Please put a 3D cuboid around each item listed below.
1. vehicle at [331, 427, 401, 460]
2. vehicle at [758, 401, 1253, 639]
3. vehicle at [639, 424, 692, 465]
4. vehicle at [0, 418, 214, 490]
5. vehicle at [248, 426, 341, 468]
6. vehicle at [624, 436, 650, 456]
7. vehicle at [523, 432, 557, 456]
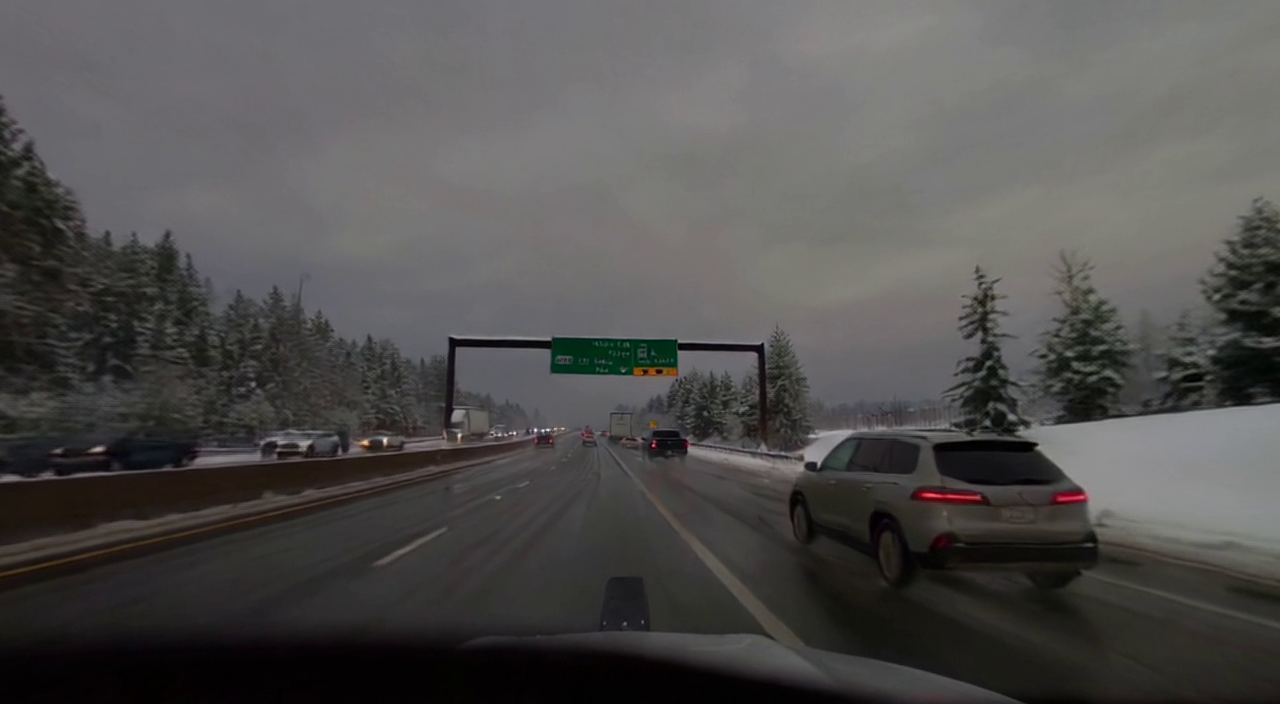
[{"bbox_3d":[-12.722,4.277,29.459,1.853,1.406,3.495,1,-8,-4],"label":"vehicle"},{"bbox_3d":[2.790,1.385,6.315,2.127,1.497,4.445,0,-8,-3],"label":"vehicle"},{"bbox_3d":[1.220,4.836,32.915,2.207,1.937,5.610,0,-8,-4],"label":"vehicle"},{"bbox_3d":[-12.116,2.343,14.671,1.727,1.433,3.940,0,-8,-4],"label":"vehicle"},{"bbox_3d":[-12.622,3.481,23.222,1.610,1.420,3.445,0,-8,-3],"label":"vehicle"},{"bbox_3d":[-0.267,7.103,47.638,1.844,1.462,3.736,0,-8,-2],"label":"vehicle"},{"bbox_3d":[-7.494,6.963,47.544,2.058,1.689,4.315,0,-8,-3],"label":"vehicle"}]
